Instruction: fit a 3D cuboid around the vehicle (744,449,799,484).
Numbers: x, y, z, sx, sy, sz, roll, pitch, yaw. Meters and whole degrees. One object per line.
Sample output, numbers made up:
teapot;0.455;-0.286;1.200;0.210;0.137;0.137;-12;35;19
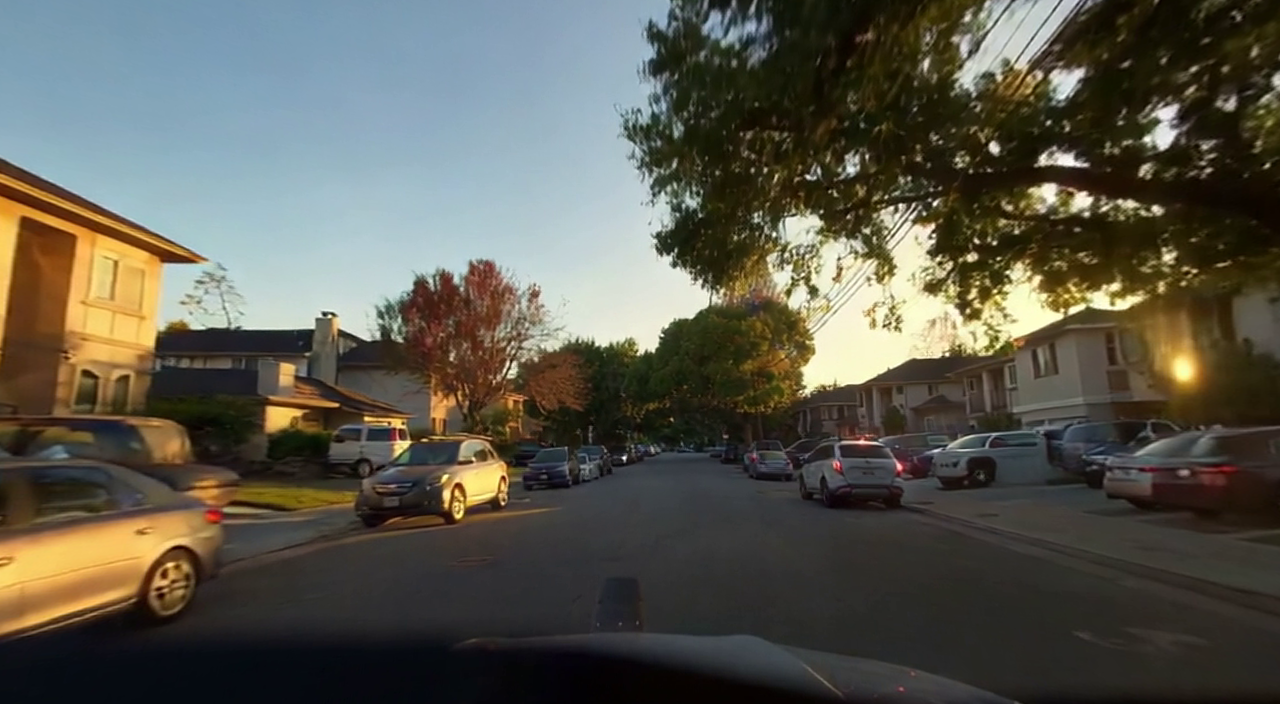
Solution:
vehicle;6.449;5.636;31.550;1.850;1.516;5.066;0;-8;2

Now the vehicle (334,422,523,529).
vehicle;-4.418;2.785;14.452;2.319;1.902;5.526;-2;-11;1

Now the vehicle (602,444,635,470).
vehicle;-1.574;7.926;47.609;2.035;1.822;4.348;0;-11;4

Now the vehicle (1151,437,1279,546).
vehicle;11.278;2.095;9.947;4.611;1.510;1.962;-1;-8;4

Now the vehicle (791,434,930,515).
vehicle;5.896;3.345;17.839;2.201;1.896;5.632;-1;-9;4

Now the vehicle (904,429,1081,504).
vehicle;9.957;3.347;18.473;2.285;1.833;4.853;-1;-10;0

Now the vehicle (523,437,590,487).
vehicle;-3.258;4.500;25.587;2.007;1.861;4.101;0;-11;2

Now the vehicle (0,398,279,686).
vehicle;-4.901;1.245;4.130;2.035;1.719;4.749;-3;-10;4
